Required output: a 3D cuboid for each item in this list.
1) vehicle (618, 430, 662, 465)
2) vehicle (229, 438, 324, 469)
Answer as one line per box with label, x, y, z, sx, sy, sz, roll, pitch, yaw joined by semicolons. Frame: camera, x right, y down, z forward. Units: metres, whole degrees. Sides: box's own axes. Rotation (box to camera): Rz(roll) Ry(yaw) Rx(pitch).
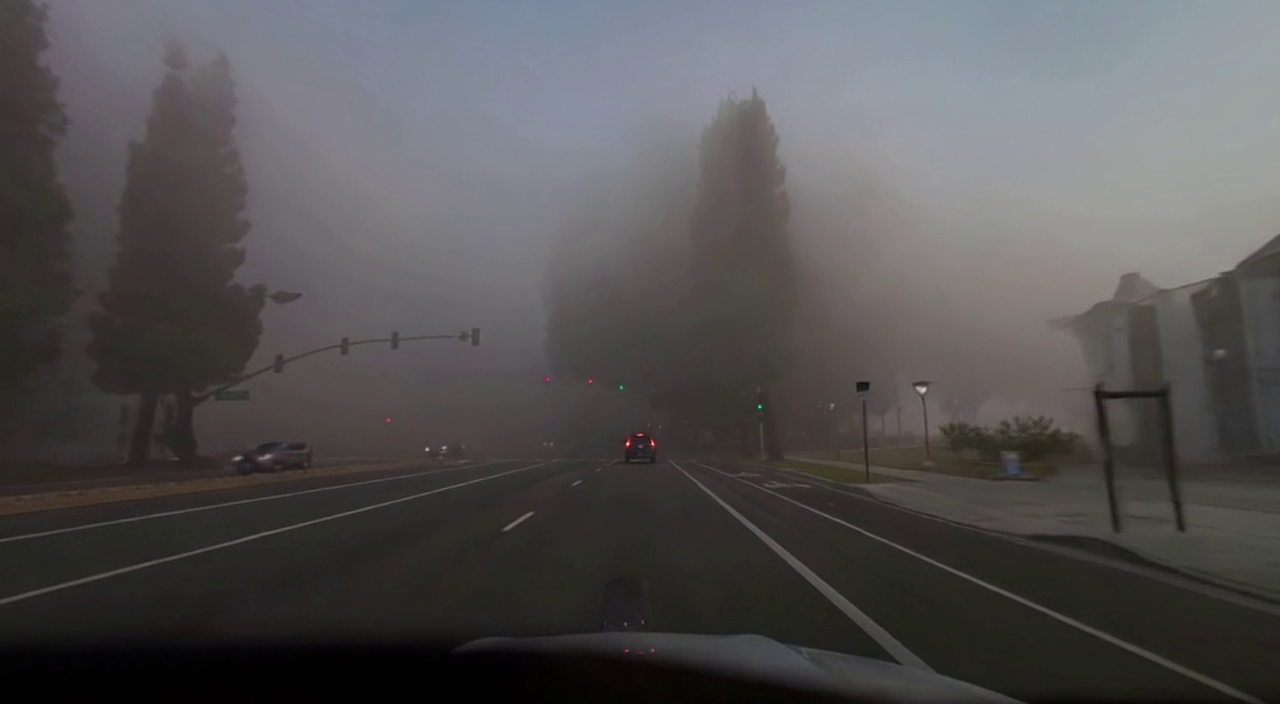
vehicle;0.000;5.052;33.415;2.169;1.751;4.276;0;-8;0
vehicle;-18.021;5.041;31.566;1.986;1.438;4.620;0;-8;0
